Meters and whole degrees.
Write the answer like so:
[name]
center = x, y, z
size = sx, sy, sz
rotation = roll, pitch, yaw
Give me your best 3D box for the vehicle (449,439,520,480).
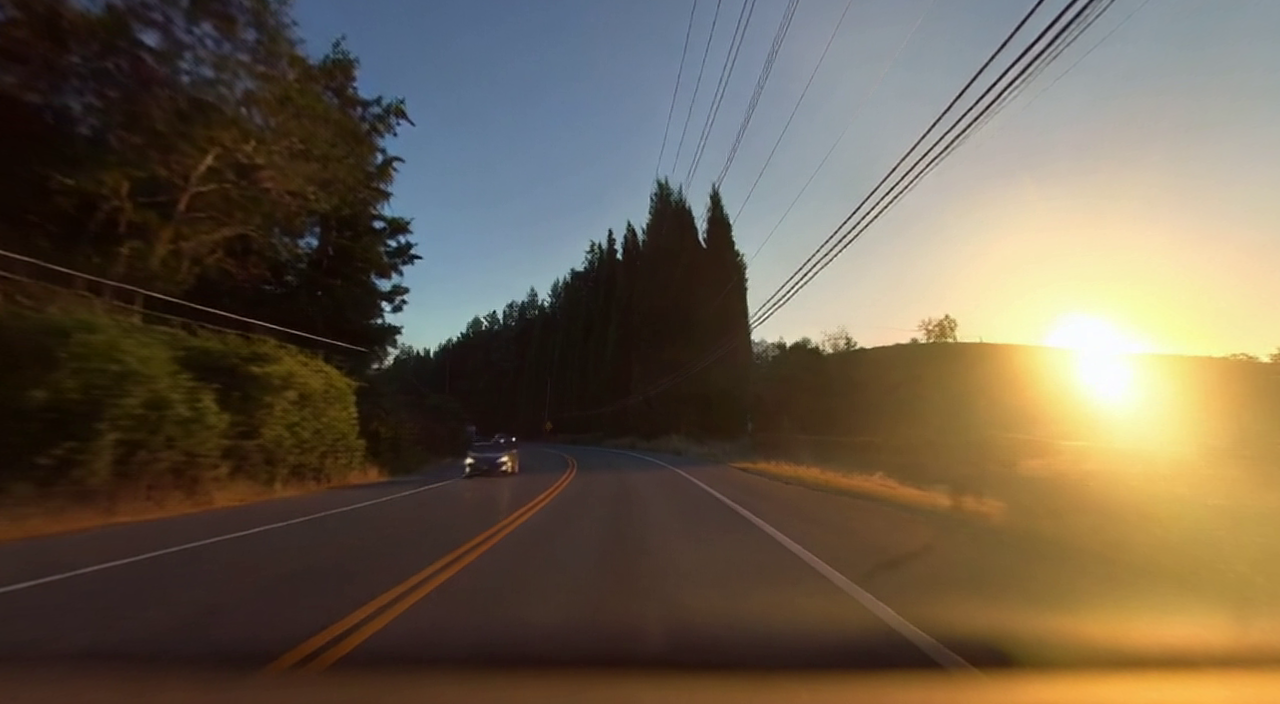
[vehicle]
center = -6.173, 4.323, 25.629
size = 2.060, 1.466, 4.263
rotation = 0, -9, -4
